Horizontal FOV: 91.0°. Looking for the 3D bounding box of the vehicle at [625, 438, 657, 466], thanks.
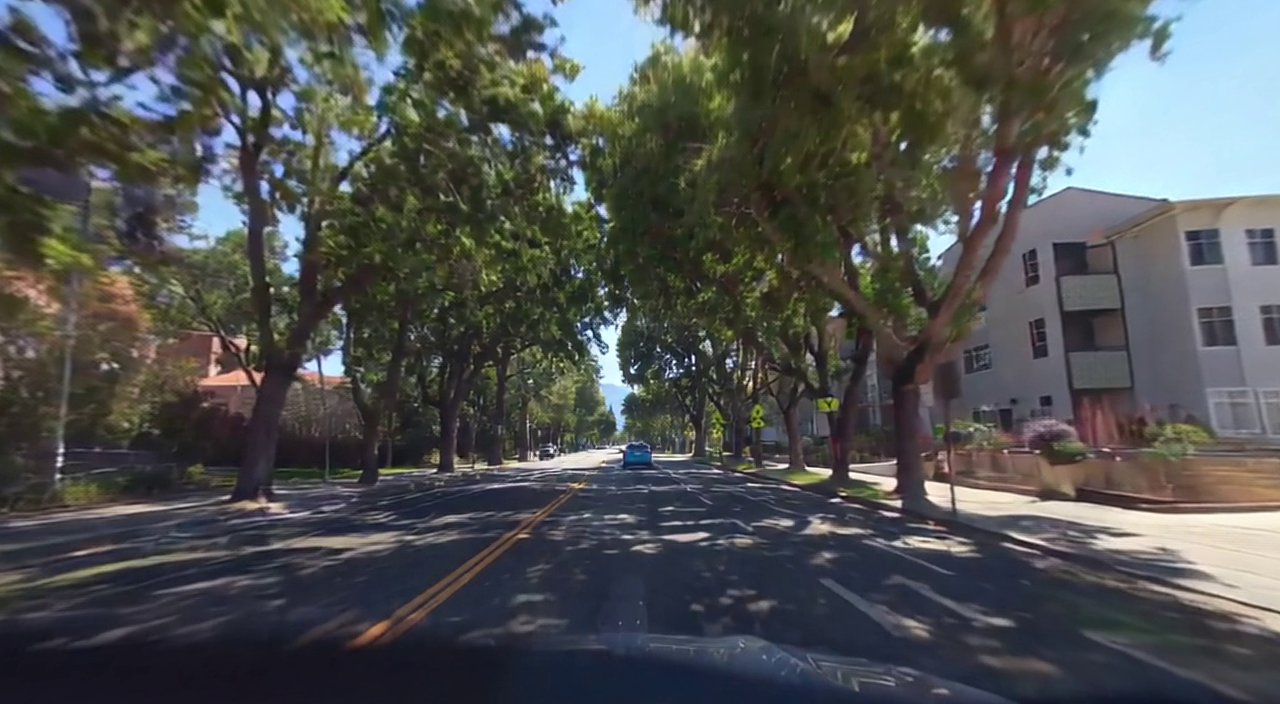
[{"bbox_3d":[0.101,6.482,40.846,1.981,1.703,3.691,0,-8,1],"label":"vehicle"}]
